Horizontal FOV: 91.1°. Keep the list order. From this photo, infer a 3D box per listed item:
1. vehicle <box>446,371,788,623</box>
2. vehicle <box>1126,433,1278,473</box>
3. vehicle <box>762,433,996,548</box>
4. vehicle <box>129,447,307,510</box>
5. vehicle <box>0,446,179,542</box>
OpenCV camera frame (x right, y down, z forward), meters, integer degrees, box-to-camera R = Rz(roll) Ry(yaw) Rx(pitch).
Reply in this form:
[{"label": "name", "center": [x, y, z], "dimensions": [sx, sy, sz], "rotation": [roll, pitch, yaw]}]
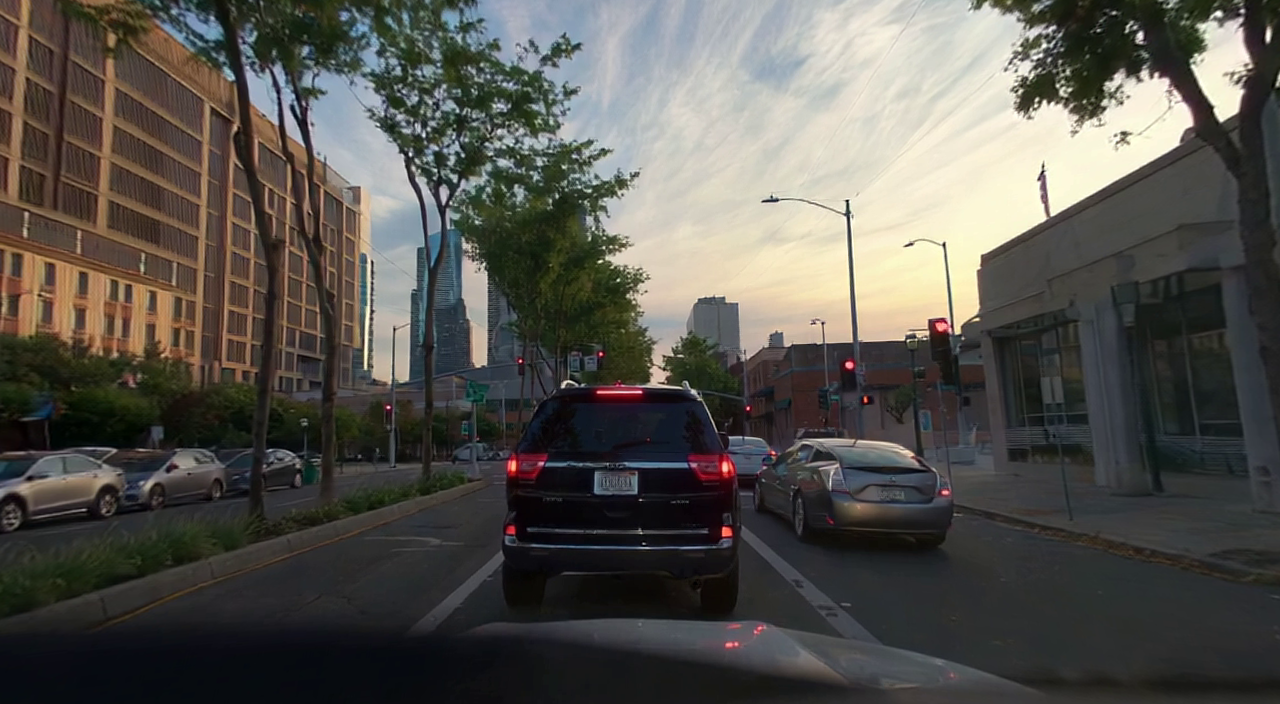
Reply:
[{"label": "vehicle", "center": [-0.148, 1.352, 6.759], "dimensions": [2.453, 1.816, 4.300], "rotation": [0, -8, 0]}, {"label": "vehicle", "center": [22.164, 3.978, 24.981], "dimensions": [4.055, 1.469, 1.848], "rotation": [-4, -9, 26]}, {"label": "vehicle", "center": [3.412, 2.052, 9.996], "dimensions": [2.056, 1.422, 4.130], "rotation": [0, -8, -1]}, {"label": "vehicle", "center": [-12.527, 3.740, 19.140], "dimensions": [2.207, 1.648, 4.675], "rotation": [0, -8, -1]}, {"label": "vehicle", "center": [-12.542, 2.884, 13.461], "dimensions": [1.891, 1.723, 4.360], "rotation": [0, -8, 1]}]
